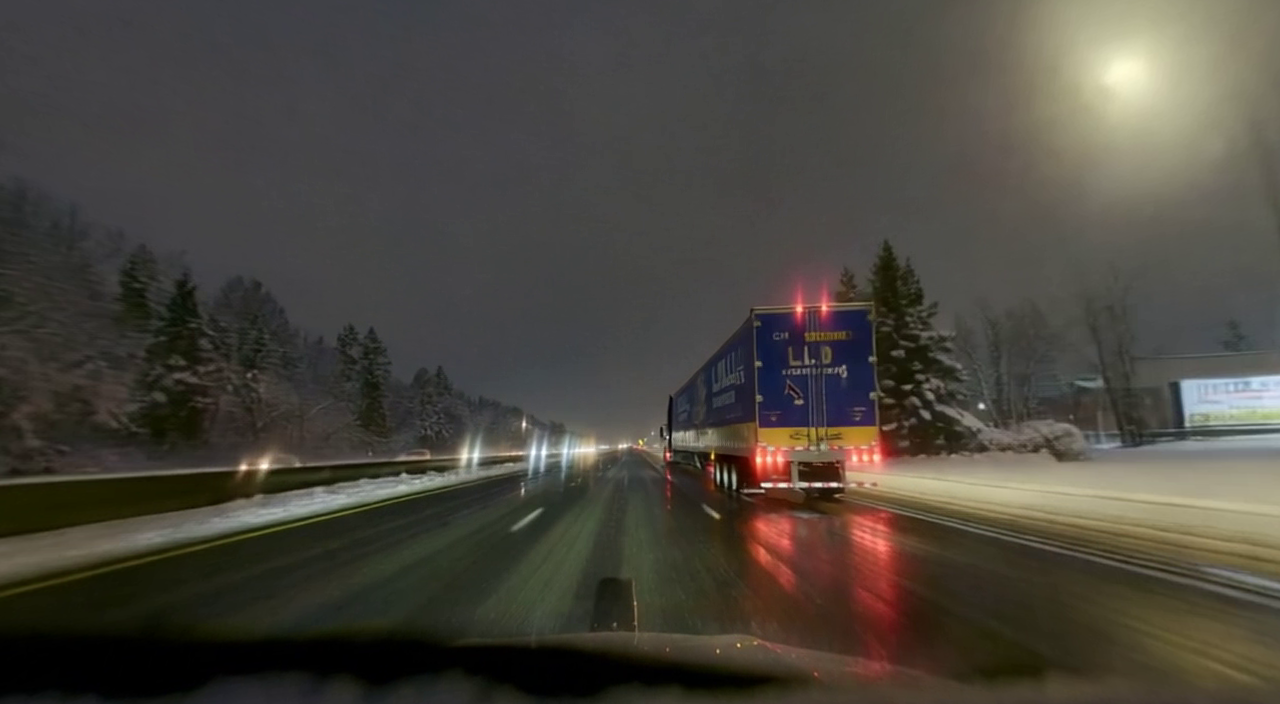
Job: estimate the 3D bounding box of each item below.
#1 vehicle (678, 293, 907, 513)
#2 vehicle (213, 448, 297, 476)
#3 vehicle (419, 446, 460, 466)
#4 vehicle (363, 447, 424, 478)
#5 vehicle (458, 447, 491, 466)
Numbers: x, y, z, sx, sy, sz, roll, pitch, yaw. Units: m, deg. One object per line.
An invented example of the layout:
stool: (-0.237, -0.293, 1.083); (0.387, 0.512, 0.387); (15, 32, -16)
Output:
vehicle: (3.534, 2.254, 21.156); (2.891, 4.387, 17.121); (0, -9, -2)
vehicle: (-22.434, 6.425, 37.094); (1.999, 1.523, 4.691); (0, -9, -1)
vehicle: (-14.834, 7.711, 46.951); (1.864, 1.435, 3.584); (0, -9, 0)
vehicle: (-11.111, 4.989, 28.652); (1.452, 1.311, 3.176); (0, -9, 0)
vehicle: (-11.758, 7.435, 44.993); (1.438, 1.326, 3.184); (0, -9, 0)
